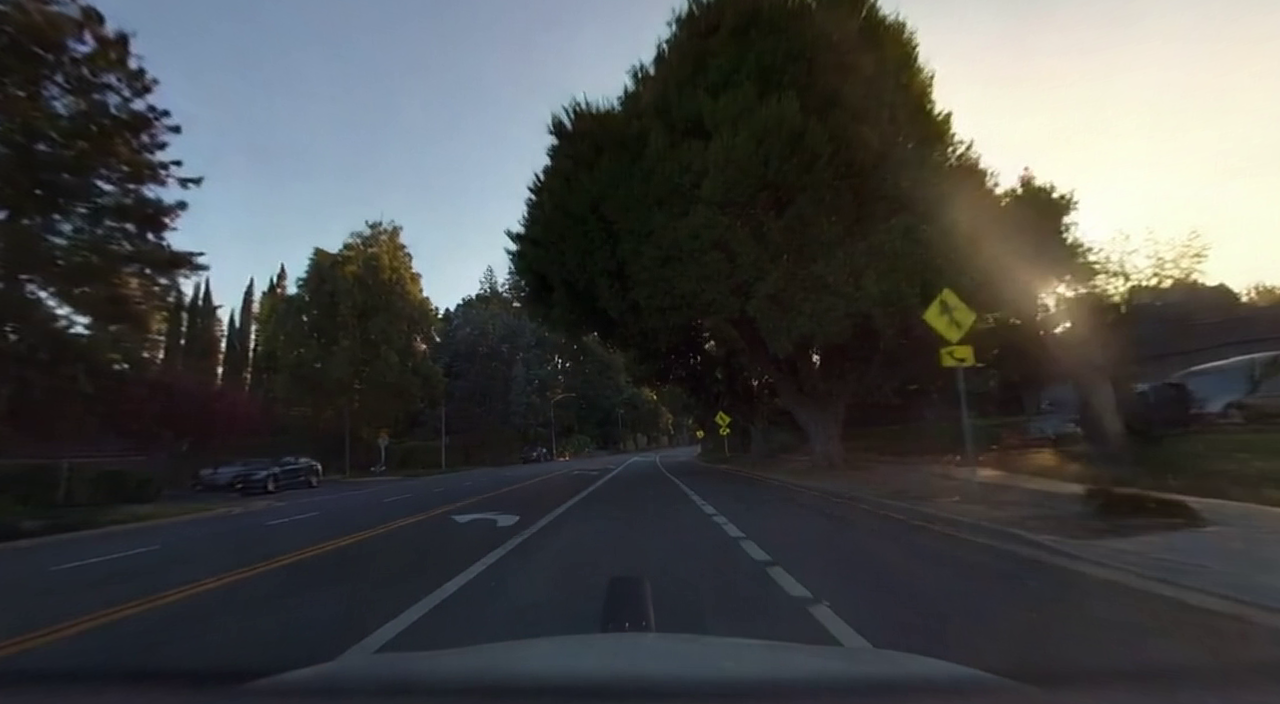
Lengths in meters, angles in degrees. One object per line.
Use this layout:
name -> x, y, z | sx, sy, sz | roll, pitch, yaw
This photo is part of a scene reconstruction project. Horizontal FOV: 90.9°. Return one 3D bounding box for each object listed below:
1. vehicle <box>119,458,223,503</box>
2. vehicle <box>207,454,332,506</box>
vehicle -> -19.317, 5.265, 26.178 | 2.012, 1.572, 3.830 | 1, -9, -13
vehicle -> -14.291, 4.921, 24.685 | 2.199, 1.592, 4.492 | -4, -8, 1
